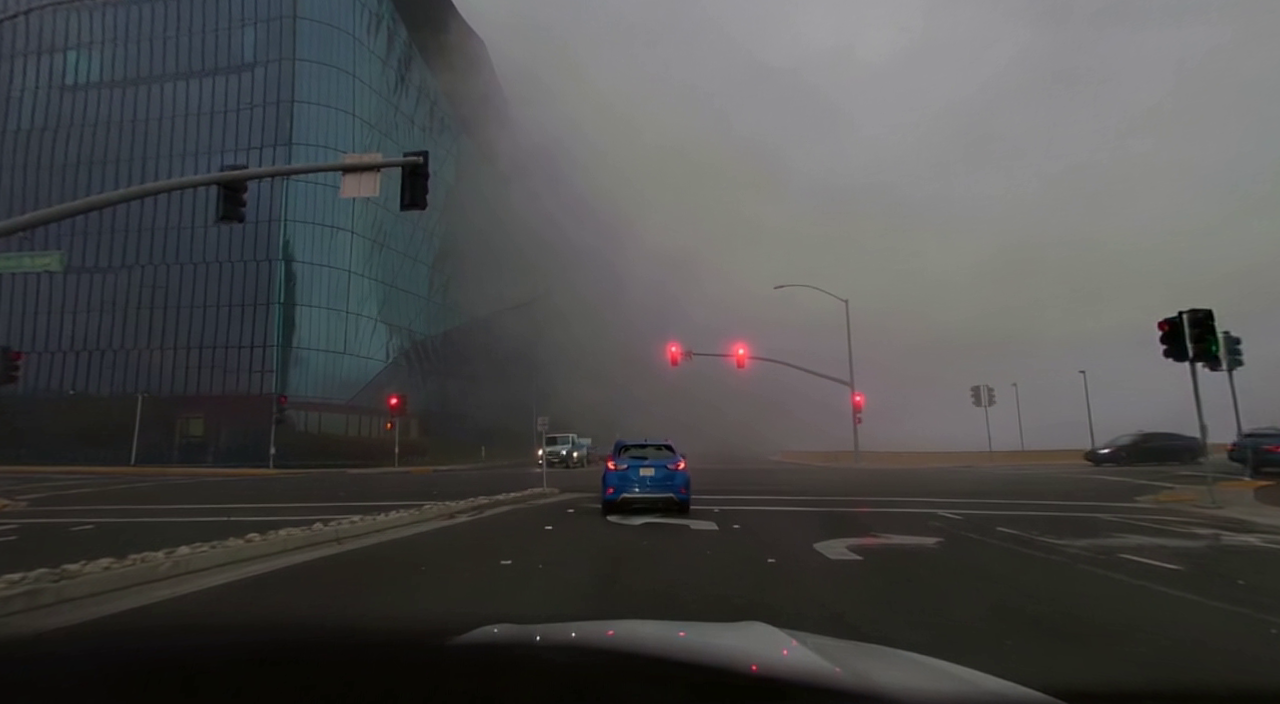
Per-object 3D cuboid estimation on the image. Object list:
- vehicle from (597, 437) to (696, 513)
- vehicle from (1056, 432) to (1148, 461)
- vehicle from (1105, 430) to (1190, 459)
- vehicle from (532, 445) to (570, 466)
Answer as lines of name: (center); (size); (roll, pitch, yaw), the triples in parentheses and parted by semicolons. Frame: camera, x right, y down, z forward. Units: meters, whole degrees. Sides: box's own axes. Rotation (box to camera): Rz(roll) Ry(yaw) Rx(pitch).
vehicle: (0.116, 2.832, 14.997); (2.014, 1.525, 4.197); (0, -9, -1)
vehicle: (25.565, 5.288, 35.070); (2.021, 1.484, 4.454); (0, -9, 4)
vehicle: (27.889, 5.114, 34.737); (1.816, 1.476, 3.652); (-1, -9, 5)
vehicle: (-6.704, 7.830, 47.817); (2.113, 1.535, 4.504); (0, -9, 2)
